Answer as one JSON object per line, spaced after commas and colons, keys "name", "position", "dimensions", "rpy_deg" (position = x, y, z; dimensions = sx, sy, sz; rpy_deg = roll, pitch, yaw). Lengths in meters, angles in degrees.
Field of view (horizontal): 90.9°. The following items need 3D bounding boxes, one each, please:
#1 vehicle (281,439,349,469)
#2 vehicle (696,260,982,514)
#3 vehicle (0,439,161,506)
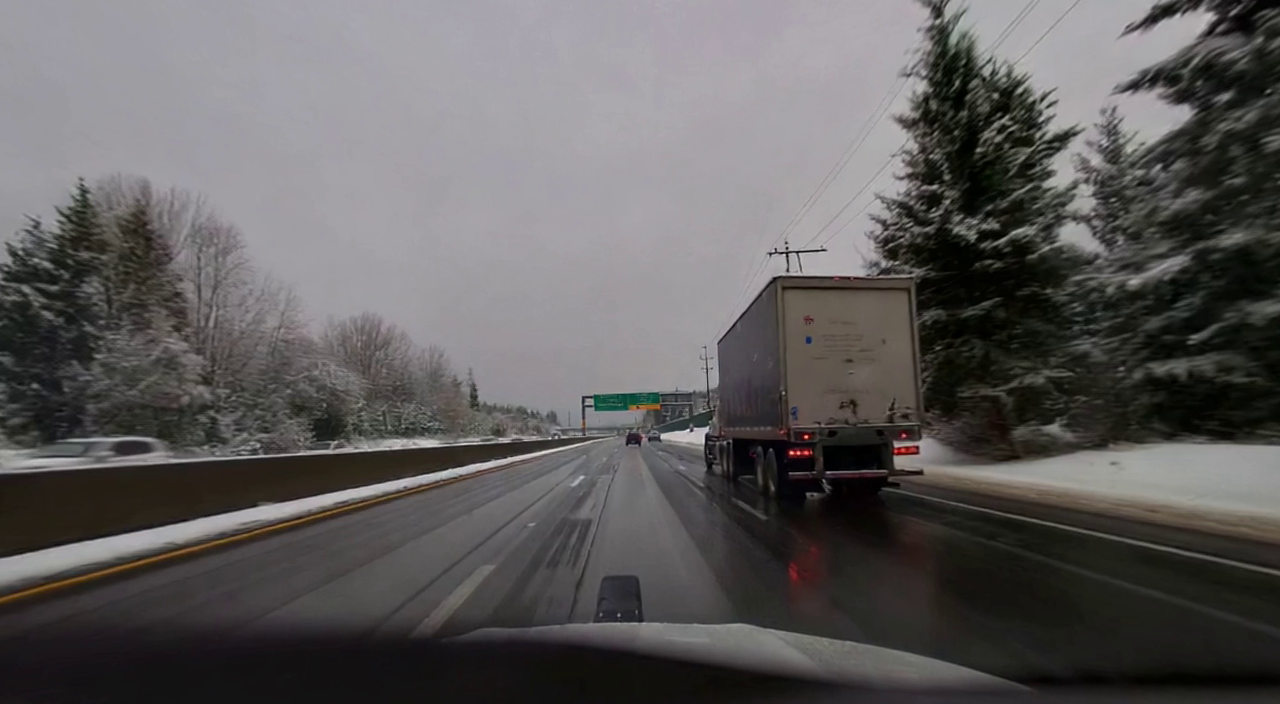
{"name": "vehicle", "position": [-20.443, 6.398, 39.841], "dimensions": [1.883, 1.696, 4.570], "rpy_deg": [0, -8, -1]}
{"name": "vehicle", "position": [3.635, 1.372, 16.416], "dimensions": [2.944, 3.973, 13.227], "rpy_deg": [0, -8, -1]}
{"name": "vehicle", "position": [-15.501, 3.076, 16.749], "dimensions": [1.867, 1.517, 4.669], "rpy_deg": [0, -8, -1]}
